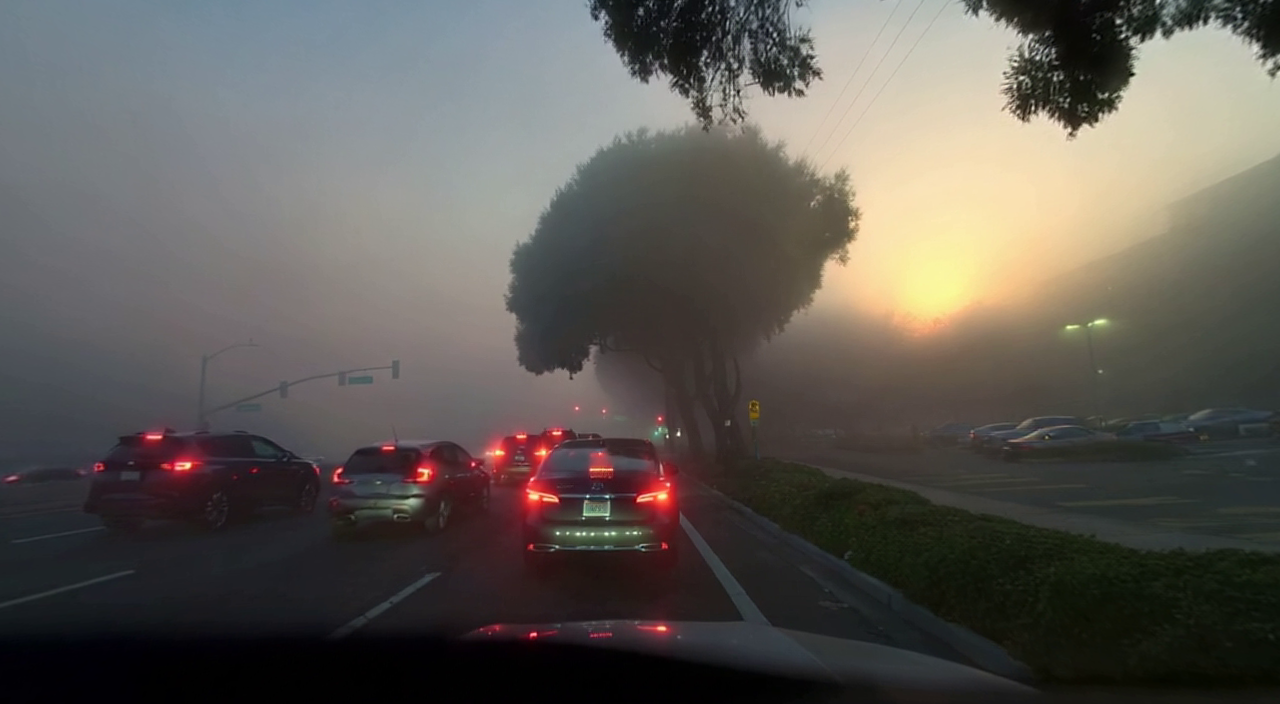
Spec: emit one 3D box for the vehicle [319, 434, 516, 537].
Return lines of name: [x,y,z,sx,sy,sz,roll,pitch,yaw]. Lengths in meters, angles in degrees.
vehicle: [-3.793,2.344,11.799,1.913,1.521,4.539,0,-9,1]

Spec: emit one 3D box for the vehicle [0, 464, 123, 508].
vehicle: [-26.148,5.923,28.211,1.983,1.617,5.013,-2,-8,-1]

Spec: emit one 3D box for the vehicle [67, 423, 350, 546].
vehicle: [-7.342,2.272,11.472,2.068,1.784,4.224,0,-9,1]

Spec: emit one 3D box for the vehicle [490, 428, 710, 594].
vehicle: [-0.384,1.803,8.002,2.066,1.544,3.954,0,-9,0]
